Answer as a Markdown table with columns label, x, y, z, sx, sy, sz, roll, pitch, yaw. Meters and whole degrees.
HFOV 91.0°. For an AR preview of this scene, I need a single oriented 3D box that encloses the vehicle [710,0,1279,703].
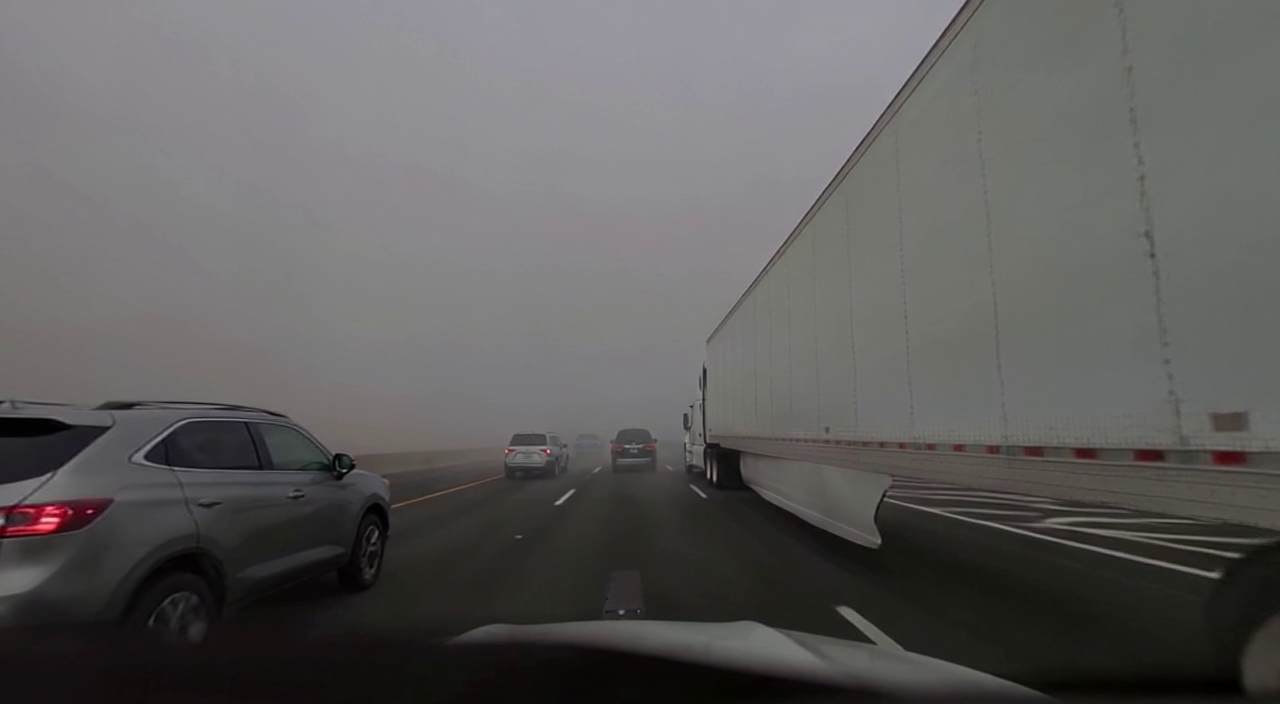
| label | x | y | z | sx | sy | sz | roll | pitch | yaw |
| --- | --- | --- | --- | --- | --- | --- | --- | --- | --- |
| vehicle | 3.490 | 0.530 | 9.095 | 2.852 | 4.121 | 16.210 | 0 | -8 | -1 |

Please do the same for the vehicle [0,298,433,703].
| label | x | y | z | sx | sy | sz | roll | pitch | yaw |
| --- | --- | --- | --- | --- | --- | --- | --- | --- | --- |
| vehicle | -3.285 | 1.015 | 4.080 | 2.193 | 1.803 | 4.958 | 0 | -8 | 0 |

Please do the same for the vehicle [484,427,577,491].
| label | x | y | z | sx | sy | sz | roll | pitch | yaw |
| --- | --- | --- | --- | --- | --- | --- | --- | --- | --- |
| vehicle | -3.361 | 3.406 | 20.351 | 2.120 | 1.812 | 4.659 | 0 | -8 | 1 |

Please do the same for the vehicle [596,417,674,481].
| label | x | y | z | sx | sy | sz | roll | pitch | yaw |
| --- | --- | --- | --- | --- | --- | --- | --- | --- | --- |
| vehicle | -0.197 | 3.832 | 24.945 | 2.704 | 2.216 | 5.804 | 0 | -8 | 0 |
